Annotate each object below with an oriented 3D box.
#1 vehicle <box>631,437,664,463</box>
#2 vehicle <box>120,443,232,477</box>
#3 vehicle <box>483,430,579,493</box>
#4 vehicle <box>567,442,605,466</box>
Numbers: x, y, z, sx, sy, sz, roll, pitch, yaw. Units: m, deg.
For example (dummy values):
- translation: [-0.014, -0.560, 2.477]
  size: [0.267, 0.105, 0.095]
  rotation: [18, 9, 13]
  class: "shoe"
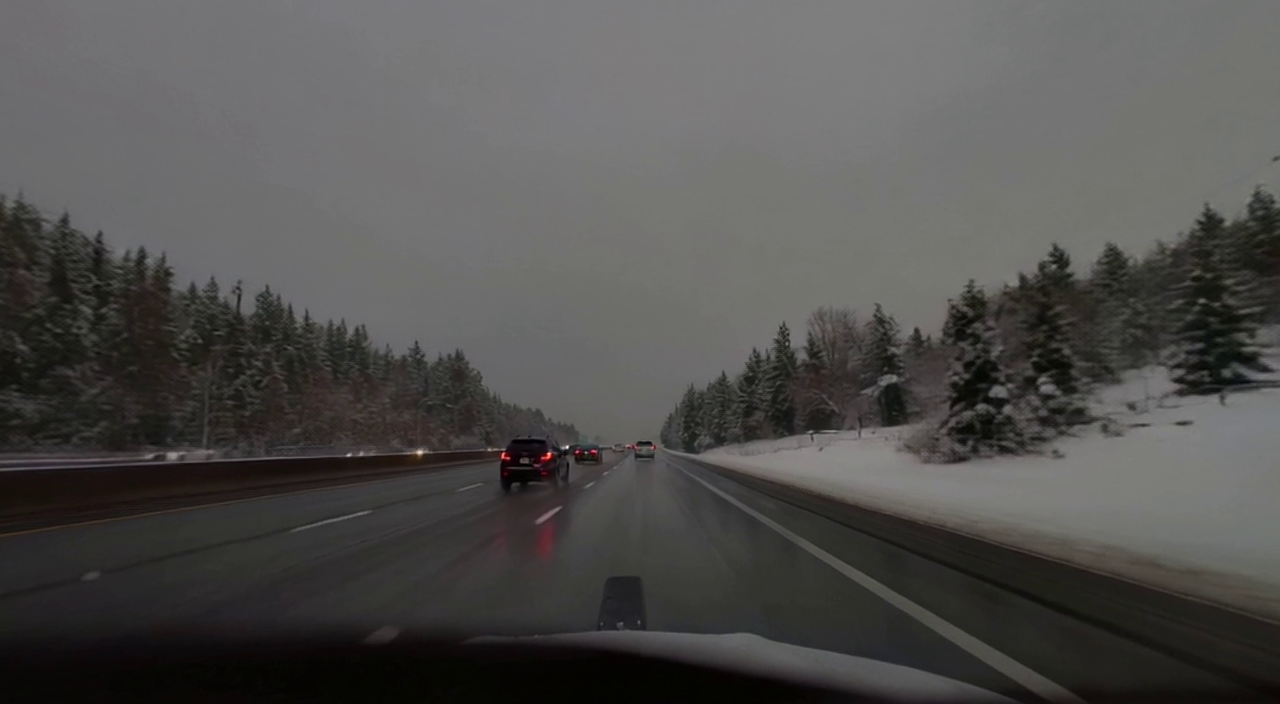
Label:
- translation: [0.535, 7.240, 46.360]
  size: [2.285, 1.797, 4.478]
  rotation: [0, -8, 0]
  class: "vehicle"
- translation: [-27.995, 6.501, 38.214]
  size: [2.338, 1.906, 5.757]
  rotation: [0, -8, 2]
  class: "vehicle"
- translation: [-3.152, 3.261, 19.096]
  size: [2.056, 1.679, 4.204]
  rotation: [0, -8, 1]
  class: "vehicle"
- translation: [-3.458, 6.603, 40.783]
  size: [2.055, 1.431, 3.921]
  rotation: [0, -8, 2]
  class: "vehicle"
